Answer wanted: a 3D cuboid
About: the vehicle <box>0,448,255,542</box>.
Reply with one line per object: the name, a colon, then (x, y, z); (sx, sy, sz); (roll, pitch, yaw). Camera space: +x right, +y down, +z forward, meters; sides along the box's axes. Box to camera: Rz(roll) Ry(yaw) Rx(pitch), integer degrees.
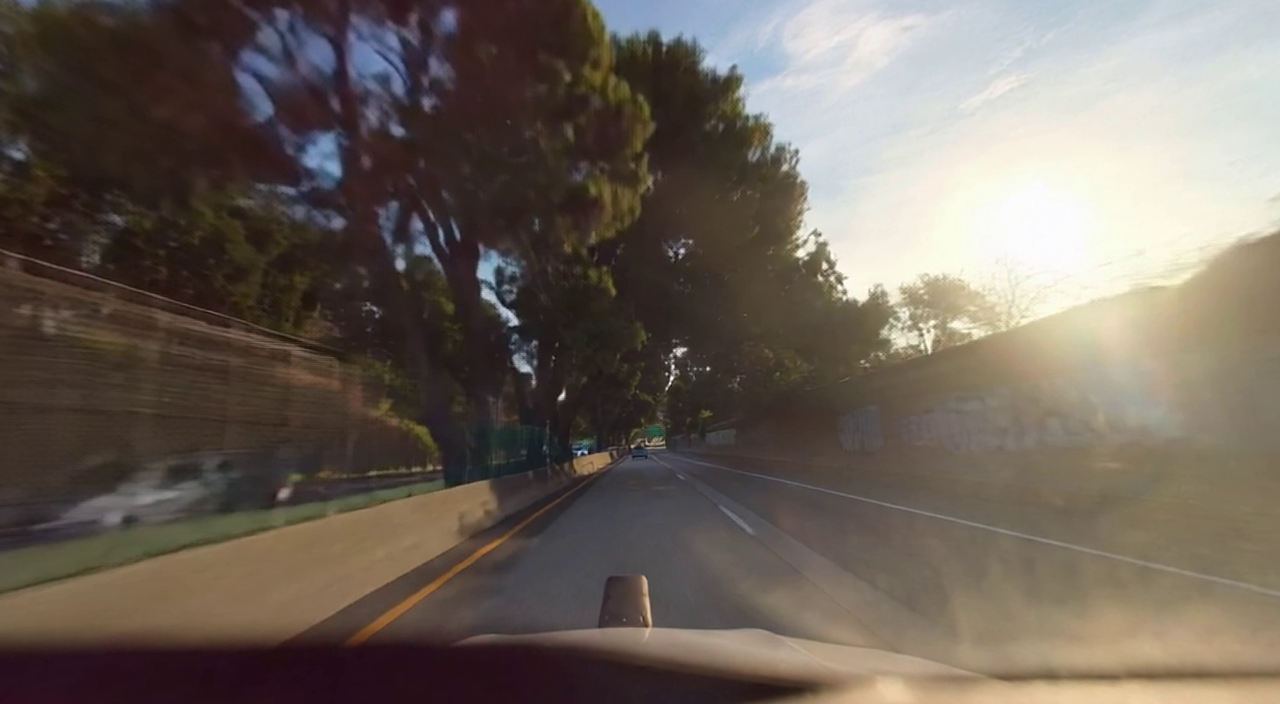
vehicle: (-10.324, 2.812, 13.094); (1.933, 1.599, 4.198); (0, -8, 0)
